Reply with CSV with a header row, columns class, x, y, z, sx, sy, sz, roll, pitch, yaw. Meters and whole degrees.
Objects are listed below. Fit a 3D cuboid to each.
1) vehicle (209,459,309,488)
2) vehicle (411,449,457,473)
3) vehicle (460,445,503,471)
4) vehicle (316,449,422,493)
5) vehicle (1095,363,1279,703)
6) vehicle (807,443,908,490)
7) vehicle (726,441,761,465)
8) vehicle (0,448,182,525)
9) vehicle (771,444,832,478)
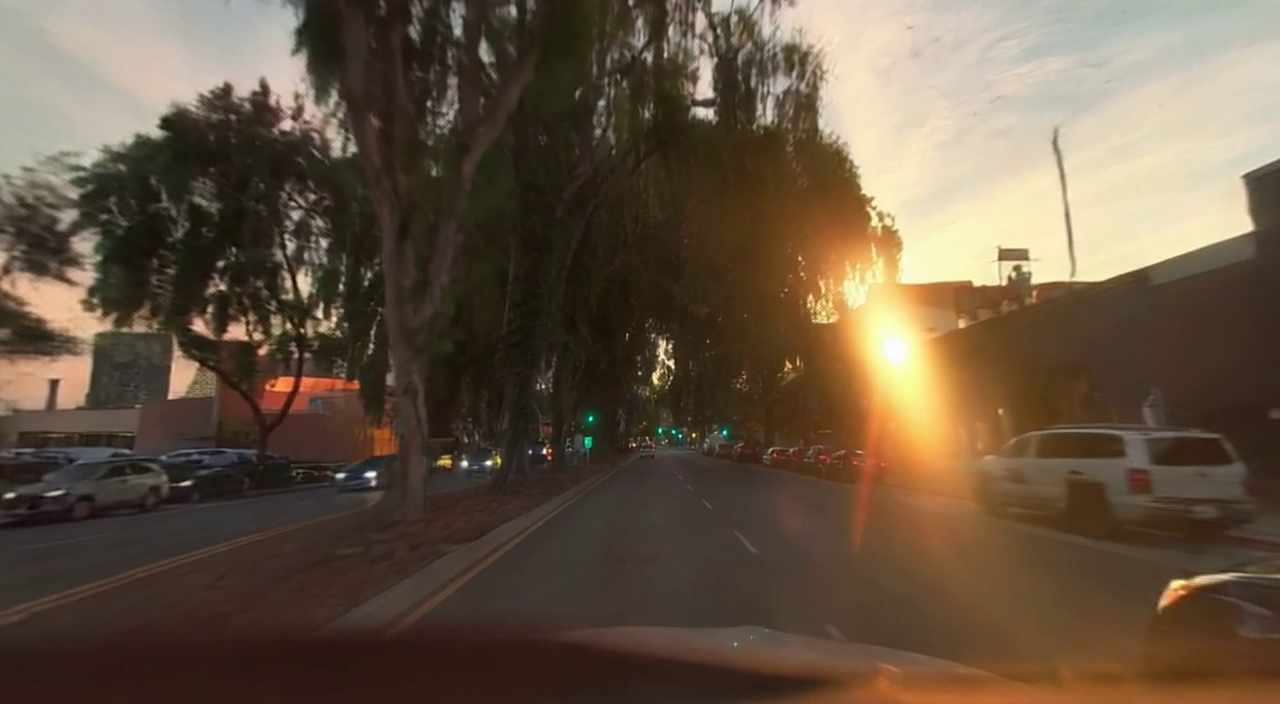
class,x,y,z,sx,sy,sz,roll,pitch,yaw
vehicle,-20.721,6.603,34.355,4.336,1.441,1.813,-1,-8,6
vehicle,-15.436,8.155,47.469,1.876,1.605,4.544,0,-8,1
vehicle,-11.387,7.608,45.555,1.910,1.705,4.399,0,-8,1
vehicle,-10.261,4.506,24.317,1.890,1.482,4.411,-1,-8,4
vehicle,2.761,0.582,0.343,1.989,1.498,4.050,0,-8,0
vehicle,7.397,3.923,21.989,1.874,1.438,4.466,0,-8,-1
vehicle,7.848,7.622,47.933,1.891,1.711,4.173,0,-8,-1
vehicle,-16.031,3.769,18.343,1.972,1.898,4.556,0,-8,0
vehicle,7.606,5.143,30.103,1.881,1.443,4.576,0,-8,2
